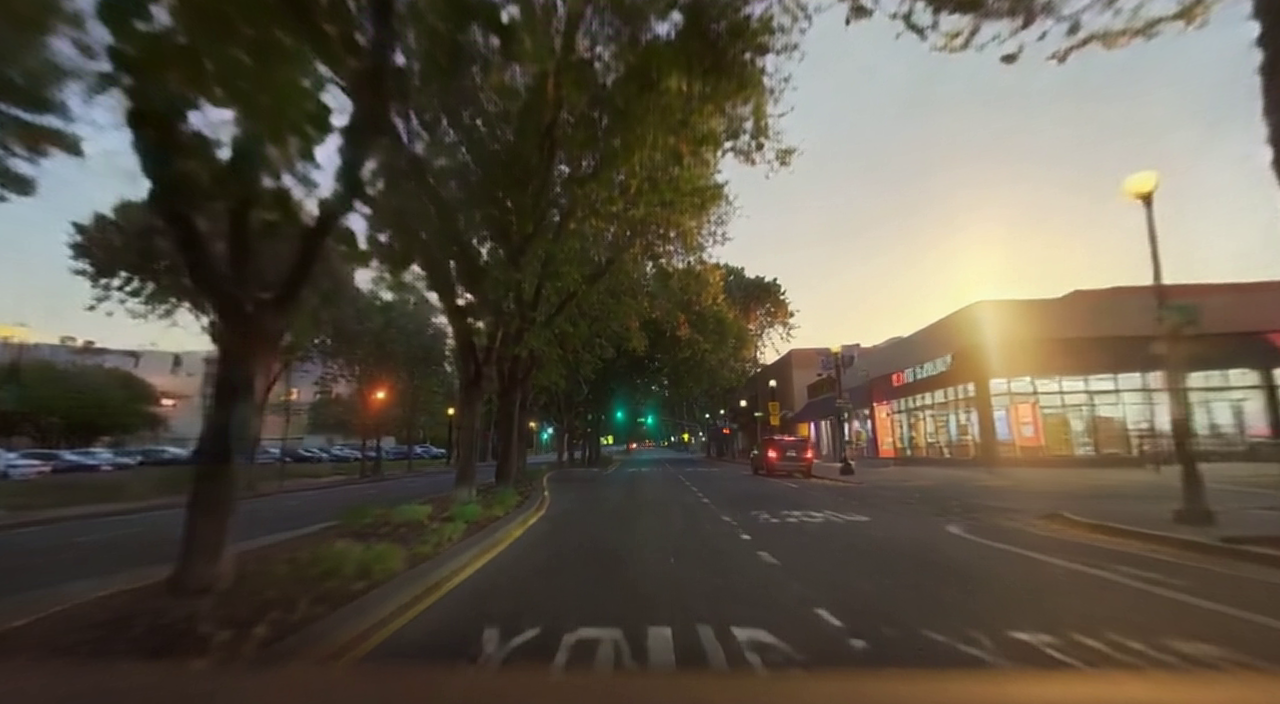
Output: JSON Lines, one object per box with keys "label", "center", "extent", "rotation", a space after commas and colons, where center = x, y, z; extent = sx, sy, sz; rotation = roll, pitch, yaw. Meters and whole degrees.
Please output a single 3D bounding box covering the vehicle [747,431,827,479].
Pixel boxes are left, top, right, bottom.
{"label": "vehicle", "center": [6.326, 4.510, 27.876], "extent": [2.112, 1.894, 4.910], "rotation": [0, -8, -3]}
